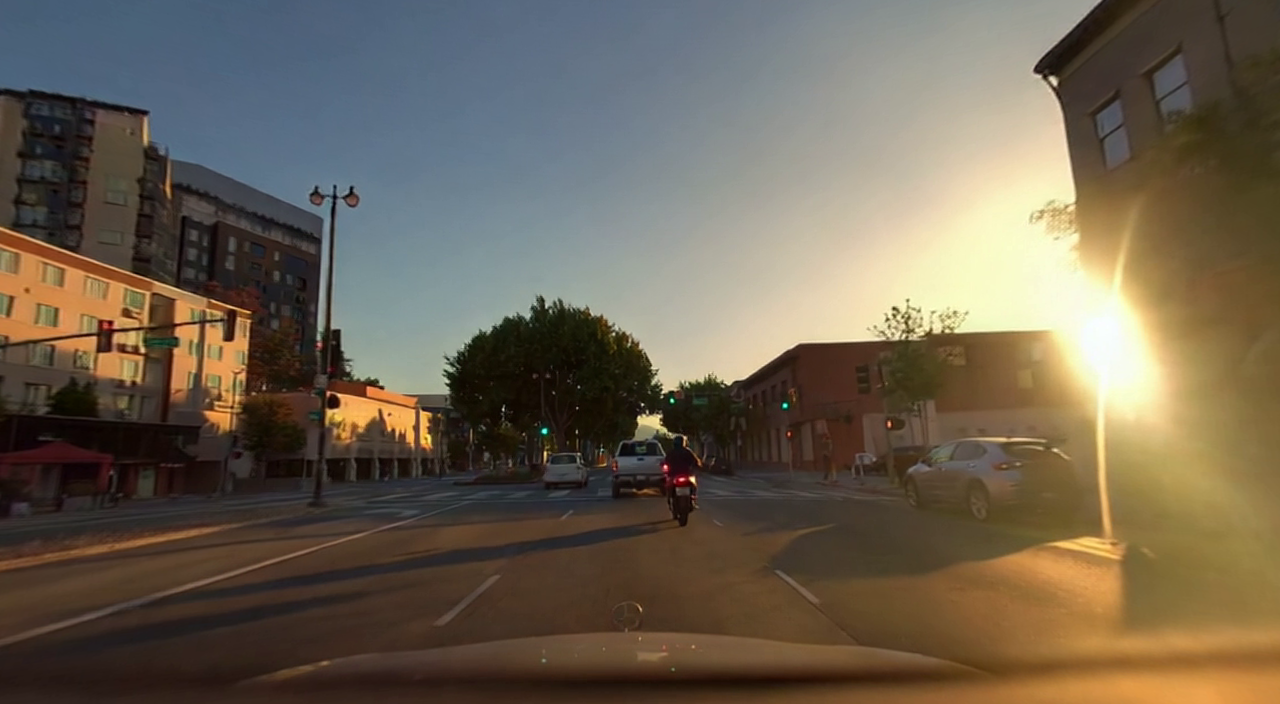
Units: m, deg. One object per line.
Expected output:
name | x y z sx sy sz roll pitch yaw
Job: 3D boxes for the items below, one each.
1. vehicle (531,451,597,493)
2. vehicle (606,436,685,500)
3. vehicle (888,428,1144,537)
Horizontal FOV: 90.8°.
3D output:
vehicle | -2.954 4.766 25.472 2.014 1.470 4.552 0 -9 1
vehicle | 0.138 3.611 20.096 2.223 1.775 4.250 0 -9 -1
vehicle | 7.178 2.524 12.933 2.018 1.772 4.968 0 -9 -2
